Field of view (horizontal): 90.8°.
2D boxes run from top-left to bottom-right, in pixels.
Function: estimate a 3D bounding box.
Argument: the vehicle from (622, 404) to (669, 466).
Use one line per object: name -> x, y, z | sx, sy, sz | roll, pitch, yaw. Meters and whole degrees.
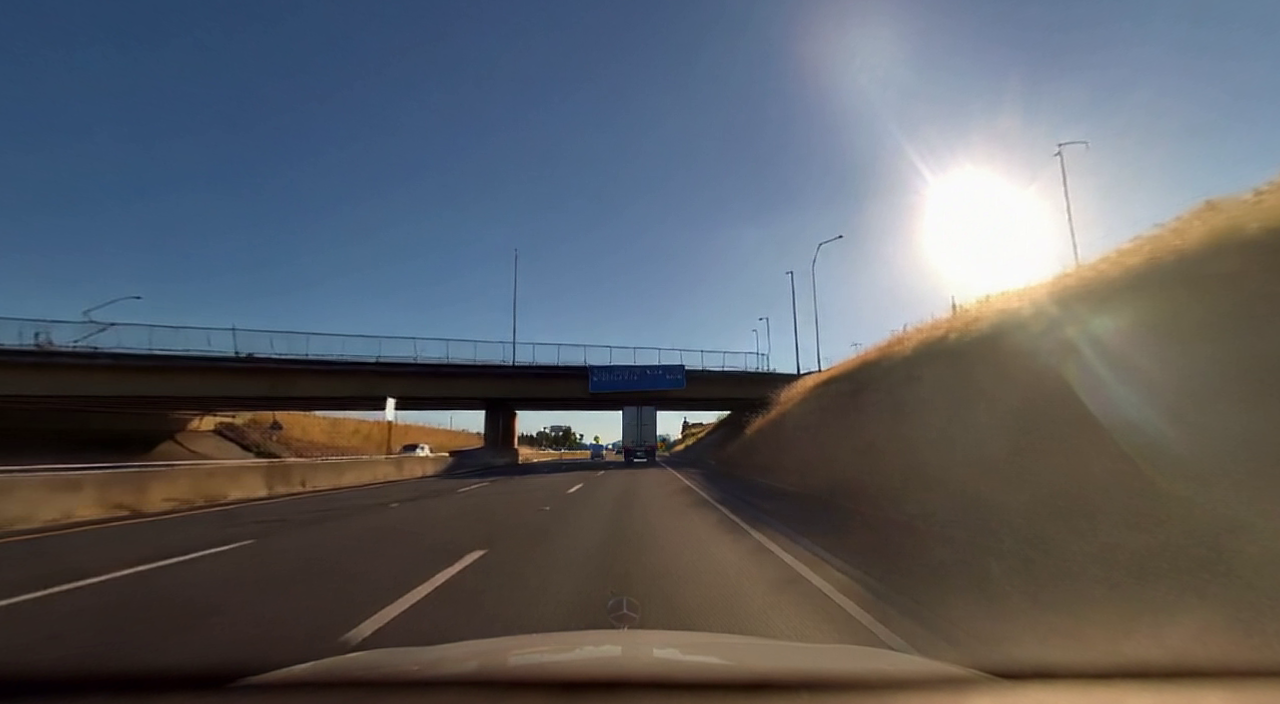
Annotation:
vehicle -> 0.307, 6.359, 47.295 | 3.033, 3.985, 12.383 | 0, -9, 0
